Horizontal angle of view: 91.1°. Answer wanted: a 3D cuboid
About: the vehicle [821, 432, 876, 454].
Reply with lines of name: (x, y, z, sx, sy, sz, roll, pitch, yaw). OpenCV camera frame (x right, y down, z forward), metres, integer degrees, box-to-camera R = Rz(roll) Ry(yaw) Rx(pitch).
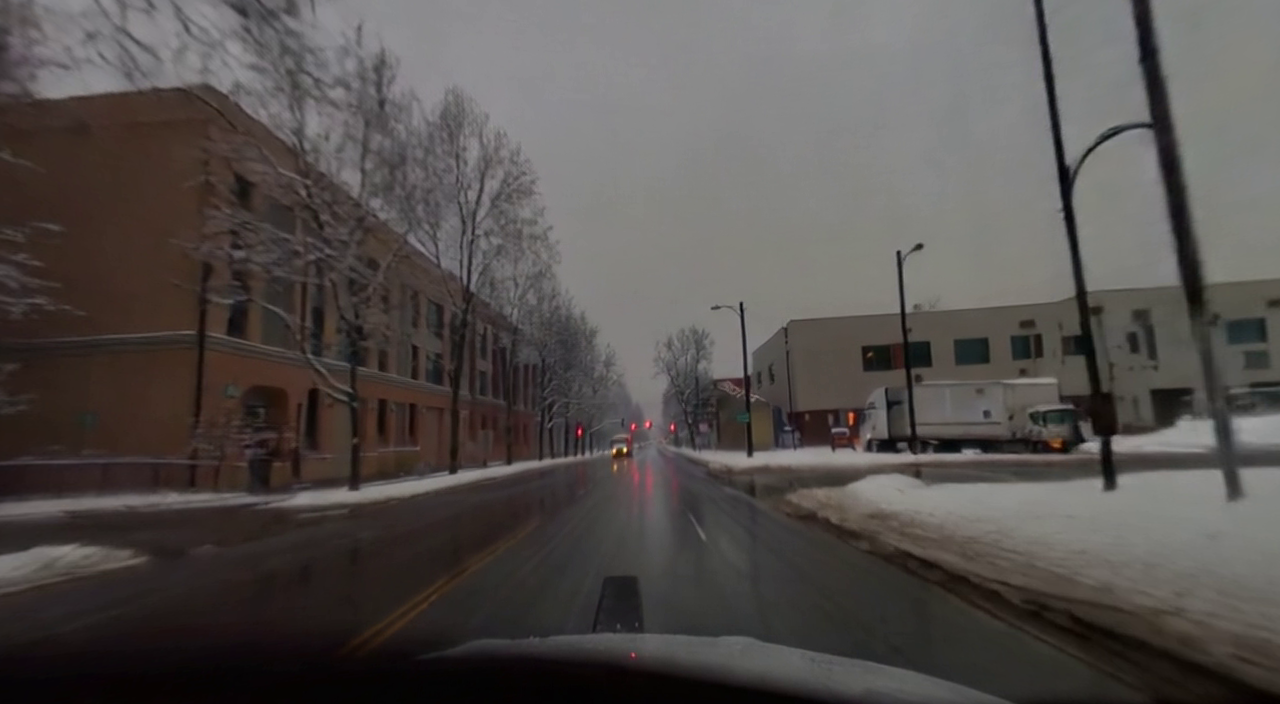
vehicle: (16.042, 7.027, 48.518, 3.627, 1.567, 1.774, -3, -8, 3)
